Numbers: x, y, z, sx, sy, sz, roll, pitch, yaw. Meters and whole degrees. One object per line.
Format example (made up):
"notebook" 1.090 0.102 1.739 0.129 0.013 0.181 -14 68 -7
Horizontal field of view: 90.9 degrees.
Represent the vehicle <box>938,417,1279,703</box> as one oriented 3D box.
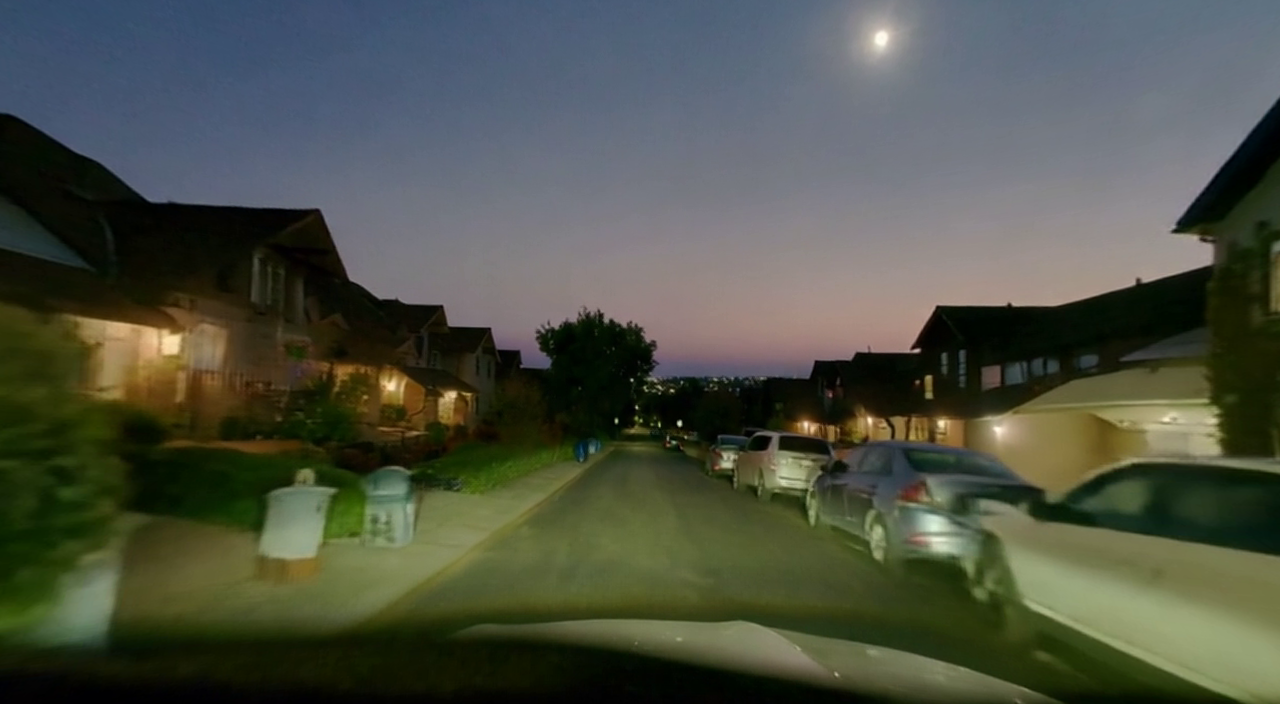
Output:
"vehicle" 3.318 1.096 3.034 2.036 1.510 3.505 0 -7 0
